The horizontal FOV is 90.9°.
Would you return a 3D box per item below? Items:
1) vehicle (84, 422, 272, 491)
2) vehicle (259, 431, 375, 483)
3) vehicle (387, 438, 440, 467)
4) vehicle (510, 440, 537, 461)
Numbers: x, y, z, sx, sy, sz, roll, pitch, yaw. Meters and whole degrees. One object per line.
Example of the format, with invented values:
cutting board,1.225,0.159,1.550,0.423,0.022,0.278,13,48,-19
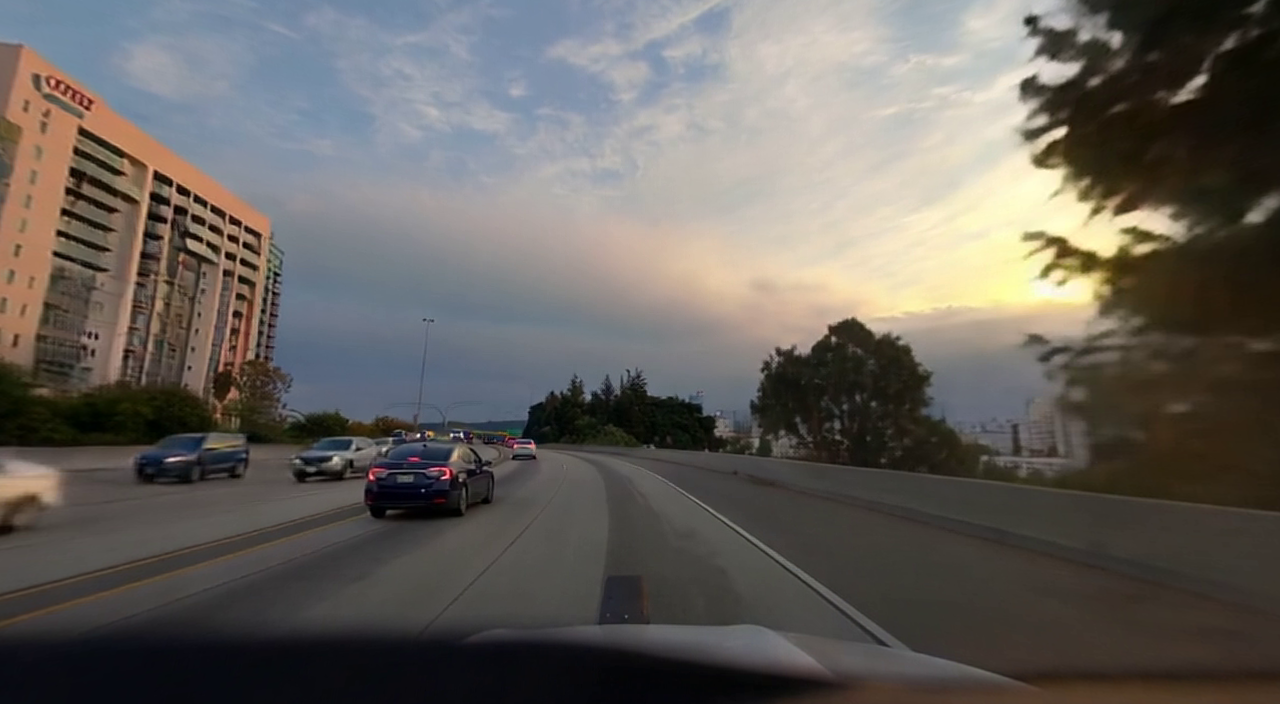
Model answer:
vehicle,-15.006,3.443,21.079,2.236,1.947,5.807,0,-8,-5
vehicle,-11.701,3.818,23.256,2.028,1.675,4.870,0,-8,-5
vehicle,-12.927,5.757,36.232,1.897,1.538,4.033,1,-9,-6
vehicle,-8.690,7.392,47.313,1.885,1.469,4.211,1,-9,-9
